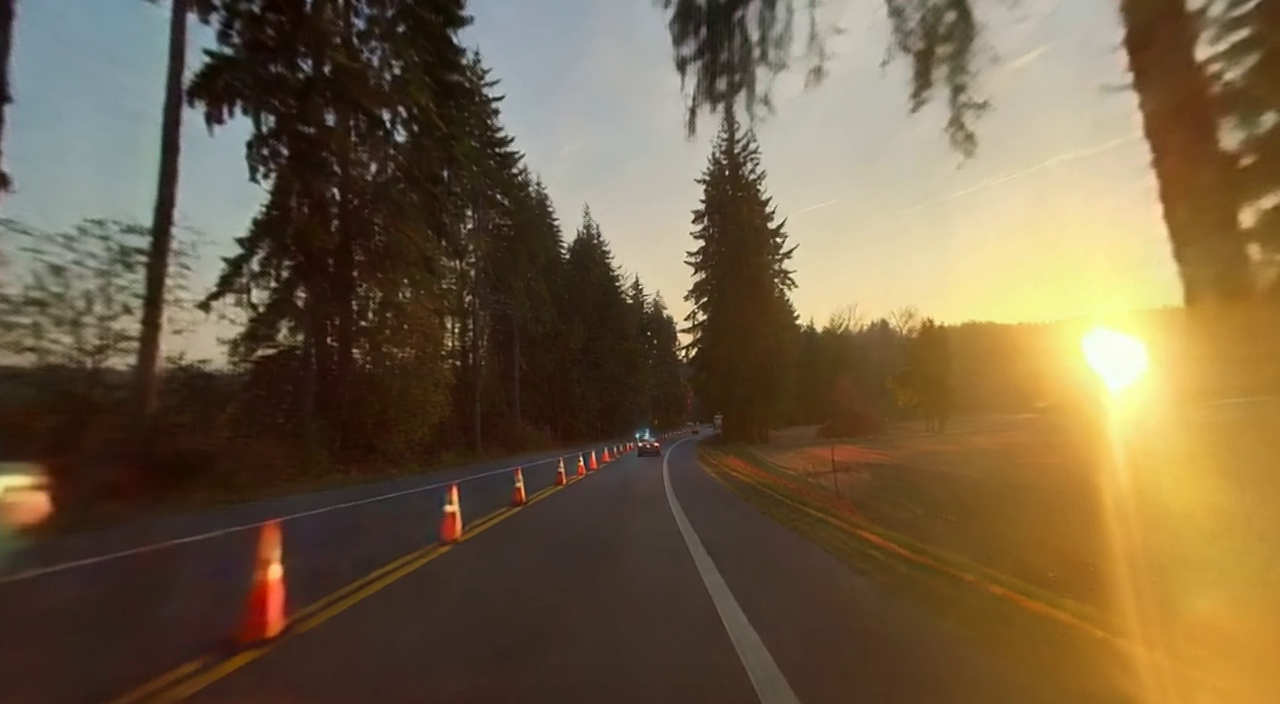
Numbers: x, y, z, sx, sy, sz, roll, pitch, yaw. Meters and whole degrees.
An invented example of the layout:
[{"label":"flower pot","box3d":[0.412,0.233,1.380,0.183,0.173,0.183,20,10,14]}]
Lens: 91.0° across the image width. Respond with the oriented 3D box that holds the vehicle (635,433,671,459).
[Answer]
[{"label":"vehicle","box3d":[0.861,5.775,38.730,2.042,1.489,3.963,-1,-9,3]}]
